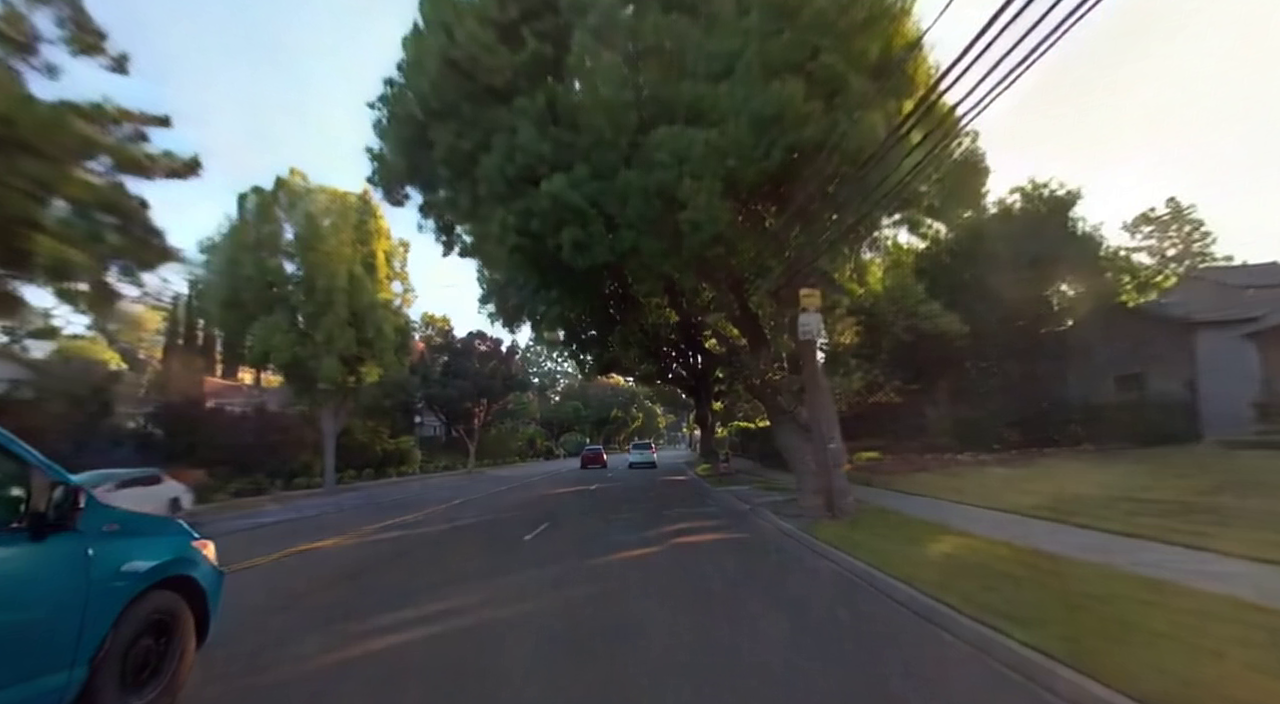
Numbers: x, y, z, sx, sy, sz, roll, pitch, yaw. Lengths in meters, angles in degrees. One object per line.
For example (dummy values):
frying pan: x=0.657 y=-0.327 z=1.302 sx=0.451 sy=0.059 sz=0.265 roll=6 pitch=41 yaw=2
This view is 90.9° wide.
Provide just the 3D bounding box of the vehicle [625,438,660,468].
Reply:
vehicle: x=0.180 y=6.309 z=39.522 sx=2.120 sy=1.718 sz=3.909 roll=0 pitch=-9 yaw=1

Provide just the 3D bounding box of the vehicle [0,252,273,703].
vehicle: x=-3.642 y=0.516 z=1.164 sx=2.336 sy=2.152 sz=5.866 roll=0 pitch=-9 yaw=0
